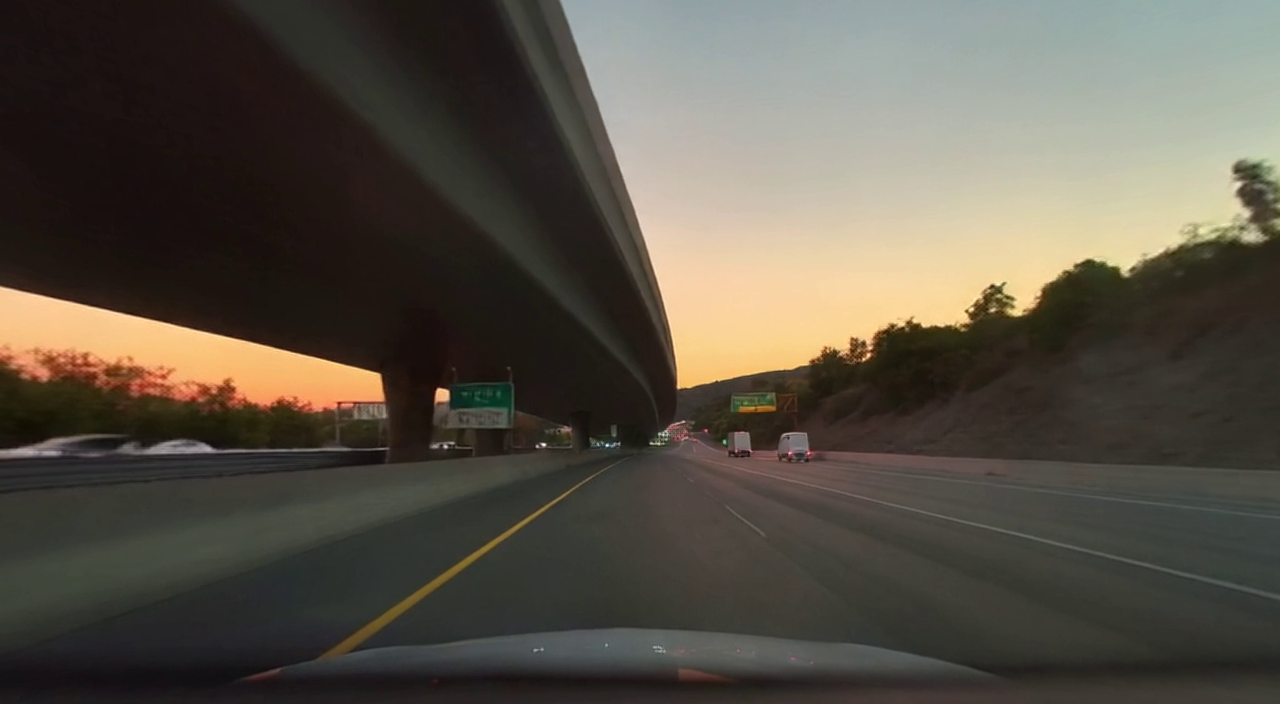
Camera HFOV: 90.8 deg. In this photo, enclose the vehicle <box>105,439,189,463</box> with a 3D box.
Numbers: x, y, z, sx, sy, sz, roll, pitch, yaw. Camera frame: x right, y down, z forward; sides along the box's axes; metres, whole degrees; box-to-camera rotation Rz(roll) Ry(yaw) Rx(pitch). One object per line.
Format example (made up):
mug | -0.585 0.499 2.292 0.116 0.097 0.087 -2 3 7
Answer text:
vehicle | -33.141 6.675 42.673 1.836 1.492 4.742 0 -8 1
